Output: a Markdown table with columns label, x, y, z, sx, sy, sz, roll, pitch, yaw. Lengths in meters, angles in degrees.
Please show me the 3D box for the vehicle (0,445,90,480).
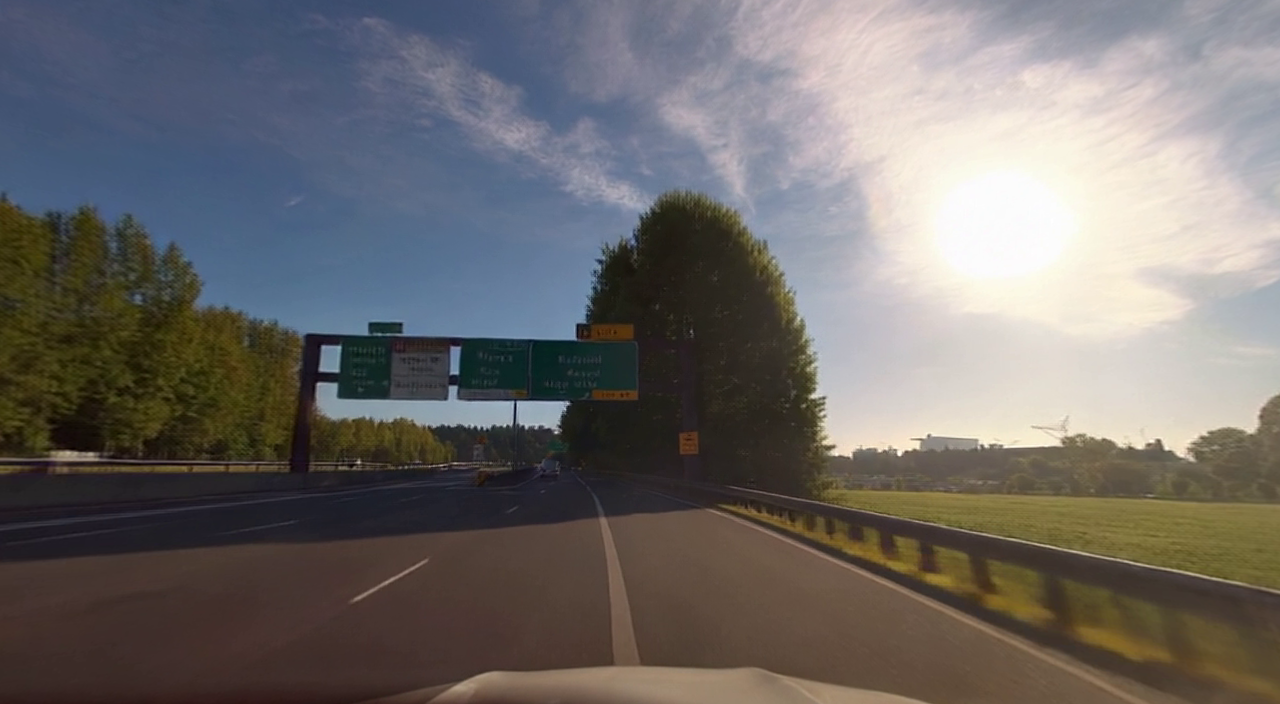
| label | x | y | z | sx | sy | sz | roll | pitch | yaw |
| --- | --- | --- | --- | --- | --- | --- | --- | --- | --- |
| vehicle | -31.763 | 5.791 | 32.911 | 1.936 | 1.701 | 4.864 | 2 | -11 | -6 |
